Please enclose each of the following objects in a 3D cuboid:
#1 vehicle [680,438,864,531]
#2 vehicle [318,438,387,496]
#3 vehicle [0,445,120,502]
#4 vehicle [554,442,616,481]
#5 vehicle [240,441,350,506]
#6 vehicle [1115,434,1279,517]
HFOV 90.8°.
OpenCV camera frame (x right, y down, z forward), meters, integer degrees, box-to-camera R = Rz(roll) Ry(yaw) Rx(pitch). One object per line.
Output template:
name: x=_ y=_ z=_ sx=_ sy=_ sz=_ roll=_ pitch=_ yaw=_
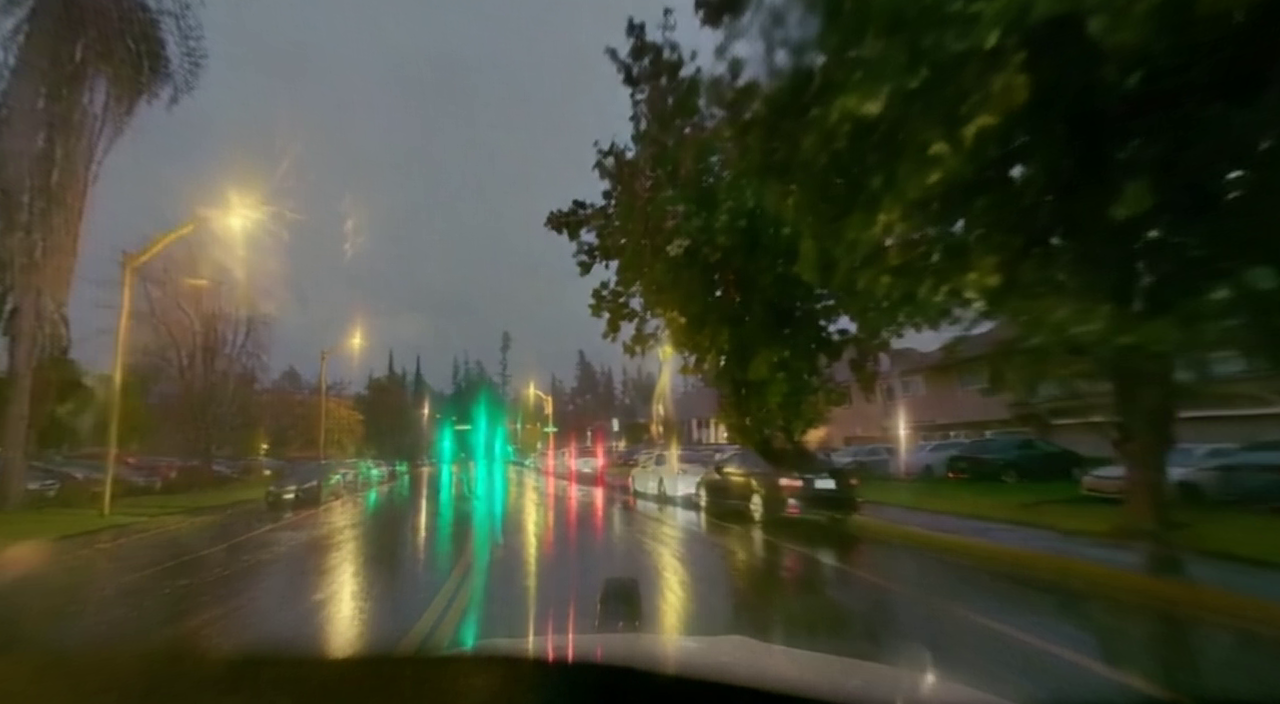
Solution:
vehicle: x=2.384 y=2.542 z=12.895 sx=1.884 sy=1.508 sz=4.713 roll=2 pitch=-9 yaw=-12
vehicle: x=-13.916 y=5.492 z=30.881 sx=2.382 sy=2.223 sz=5.472 roll=-1 pitch=-5 yaw=-17
vehicle: x=-20.920 y=4.012 z=20.880 sx=5.124 sy=1.706 sz=2.357 roll=0 pitch=-8 yaw=-12
vehicle: x=-3.021 y=5.704 z=33.396 sx=2.255 sy=1.863 sz=5.629 roll=2 pitch=-9 yaw=-16
vehicle: x=-11.645 y=4.153 z=21.797 sx=2.171 sy=1.838 sz=5.344 roll=0 pitch=-10 yaw=-16
vehicle: x=12.042 y=2.345 z=12.392 sx=4.326 sy=1.413 sz=1.977 roll=2 pitch=-9 yaw=-14
